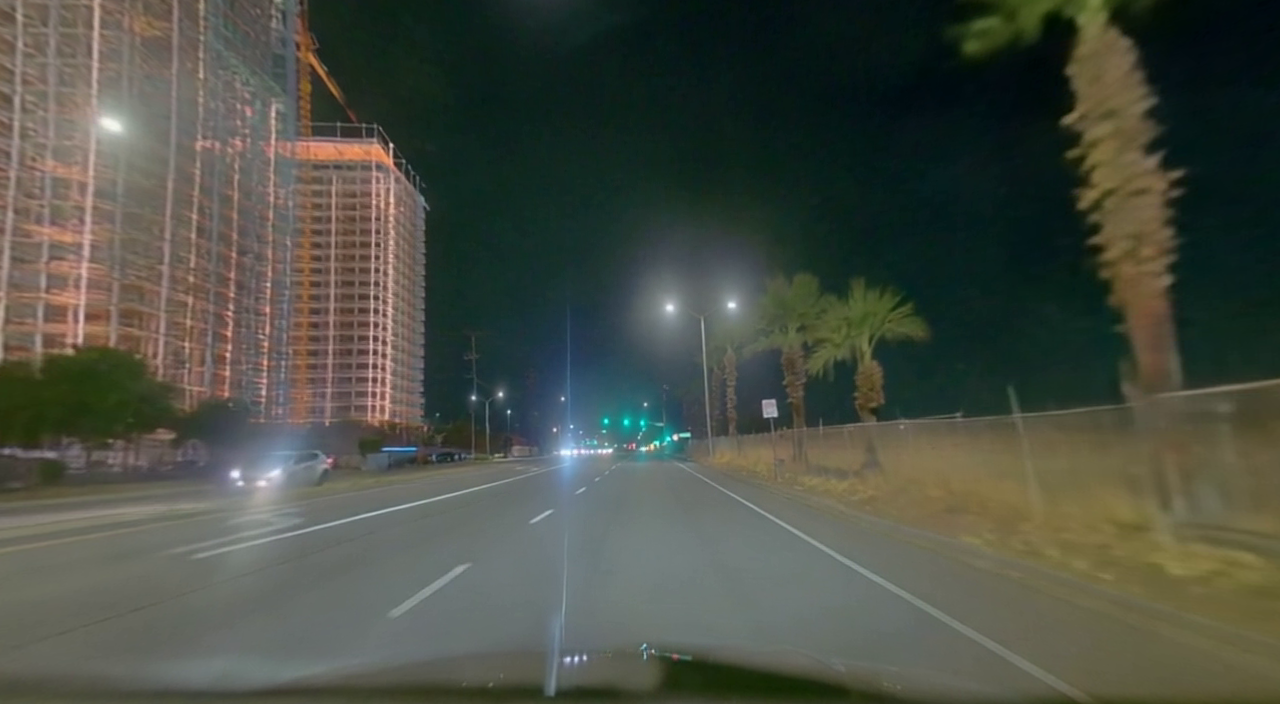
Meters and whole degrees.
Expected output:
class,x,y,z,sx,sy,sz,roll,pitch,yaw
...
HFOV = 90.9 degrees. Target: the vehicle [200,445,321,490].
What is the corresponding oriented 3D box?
class,x,y,z,sx,sy,sz,roll,pitch,yaw
vehicle,-15.764,4.794,26.577,2.117,1.706,4.847,0,-9,-1
